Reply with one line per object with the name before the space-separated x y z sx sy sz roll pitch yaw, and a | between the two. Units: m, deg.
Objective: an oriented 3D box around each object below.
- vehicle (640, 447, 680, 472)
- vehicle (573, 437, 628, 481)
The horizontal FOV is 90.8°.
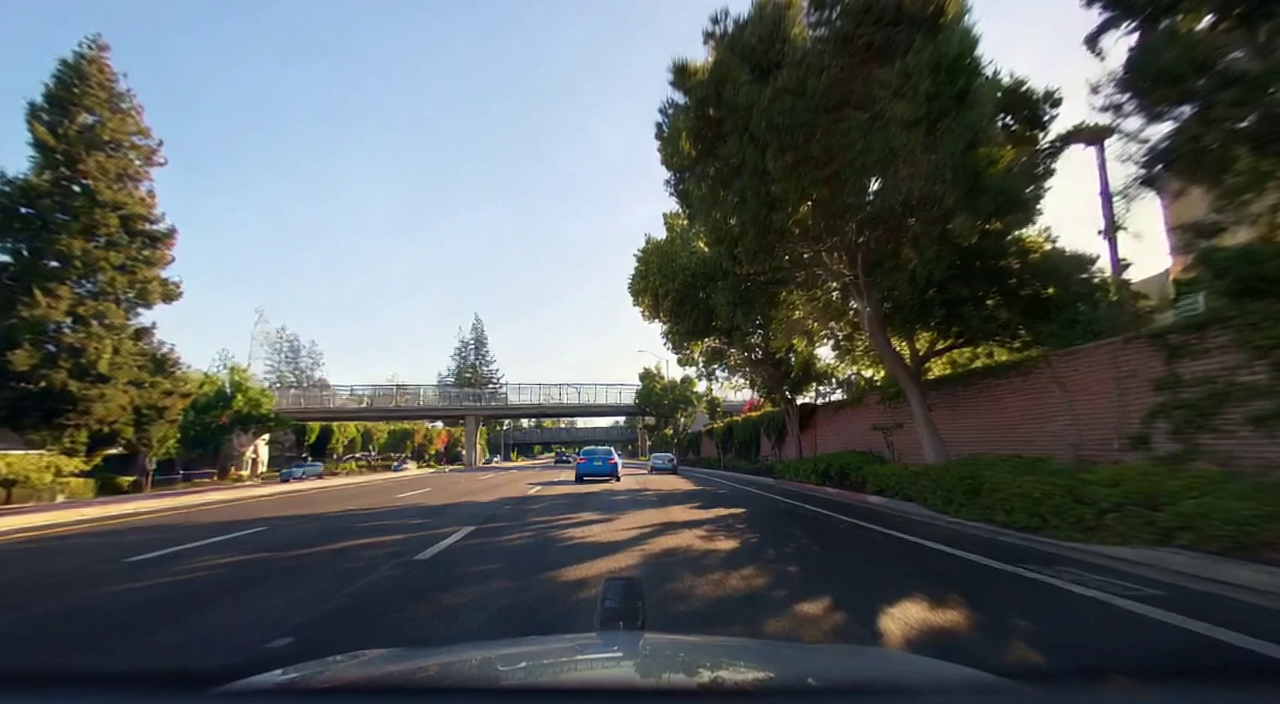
vehicle | 1.254 7.012 41.441 2.205 1.509 4.272 0 -9 -3
vehicle | -1.693 4.647 27.770 2.223 1.771 4.581 0 -9 -2
